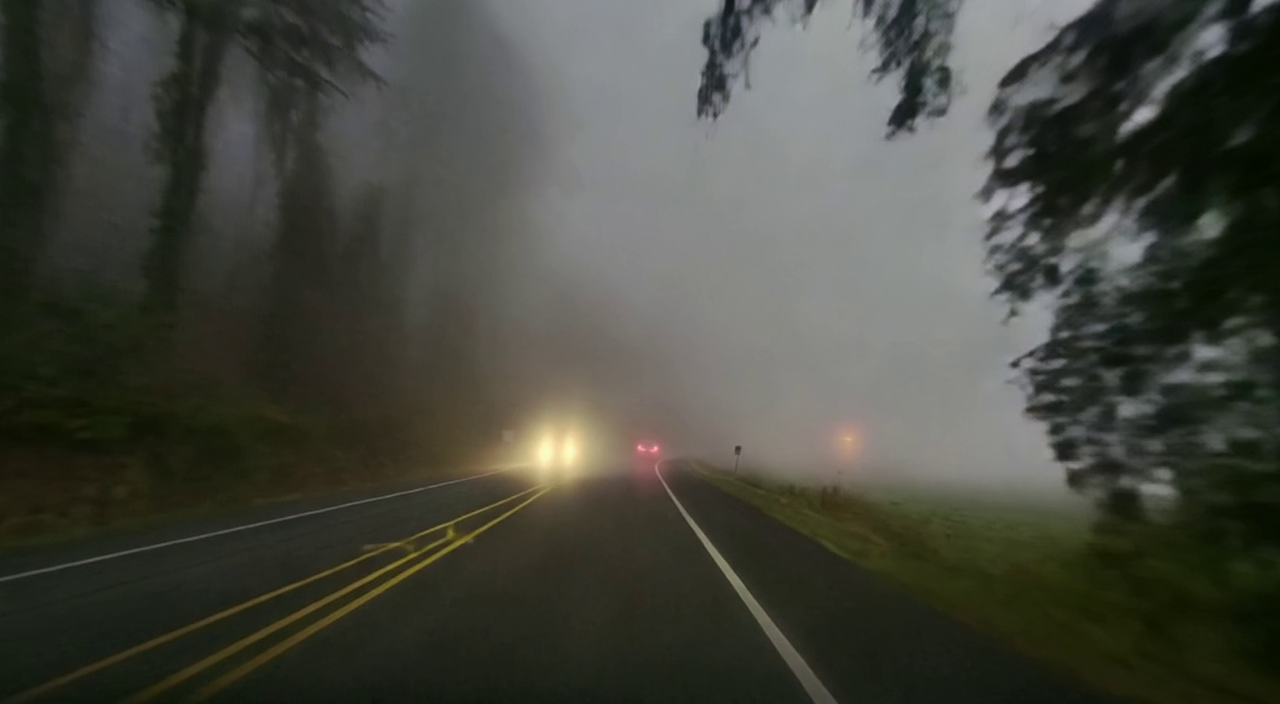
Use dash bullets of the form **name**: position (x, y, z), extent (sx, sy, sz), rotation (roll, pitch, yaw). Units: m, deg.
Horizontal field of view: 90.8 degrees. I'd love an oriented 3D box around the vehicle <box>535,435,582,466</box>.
- **vehicle**: position (-4.879, 5.982, 38.463), extent (2.140, 1.727, 4.202), rotation (-1, -9, 3)
